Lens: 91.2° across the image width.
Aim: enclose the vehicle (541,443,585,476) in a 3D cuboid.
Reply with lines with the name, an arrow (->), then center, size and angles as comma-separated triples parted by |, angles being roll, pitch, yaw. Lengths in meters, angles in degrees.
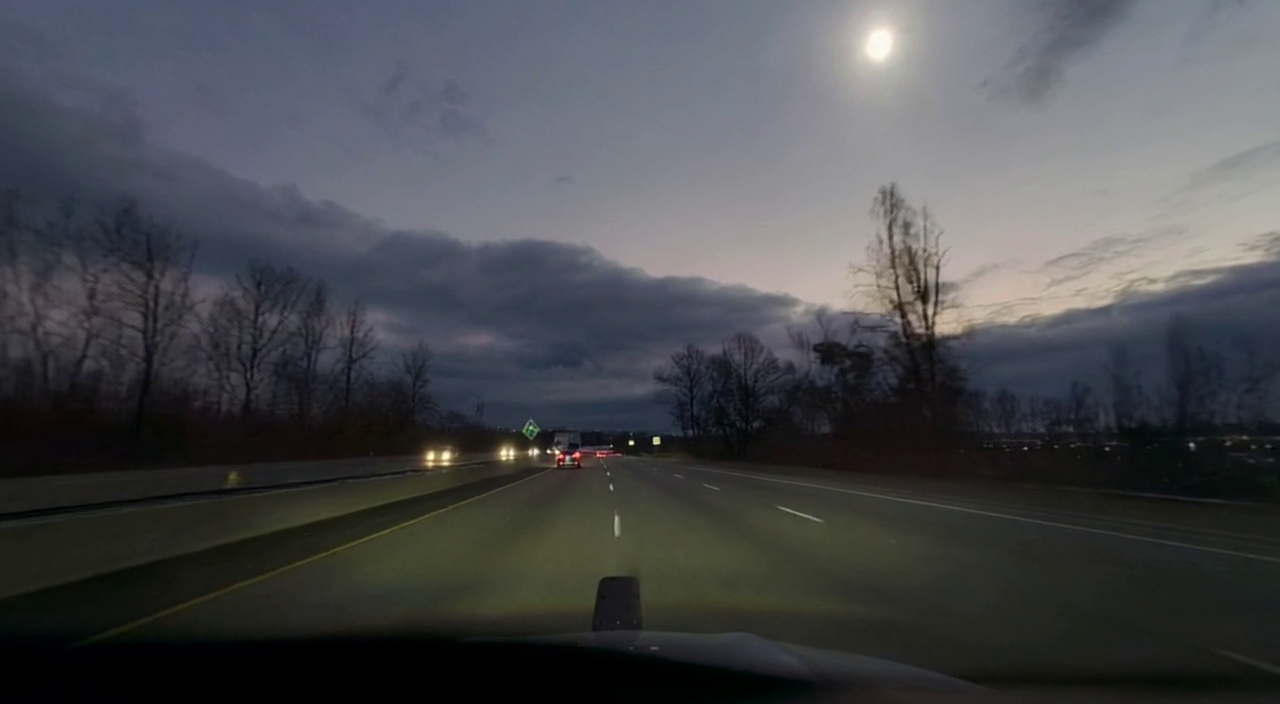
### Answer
vehicle -> -4.130, 5.827, 34.228 | 2.151, 1.693, 4.201 | 0, -9, -4
